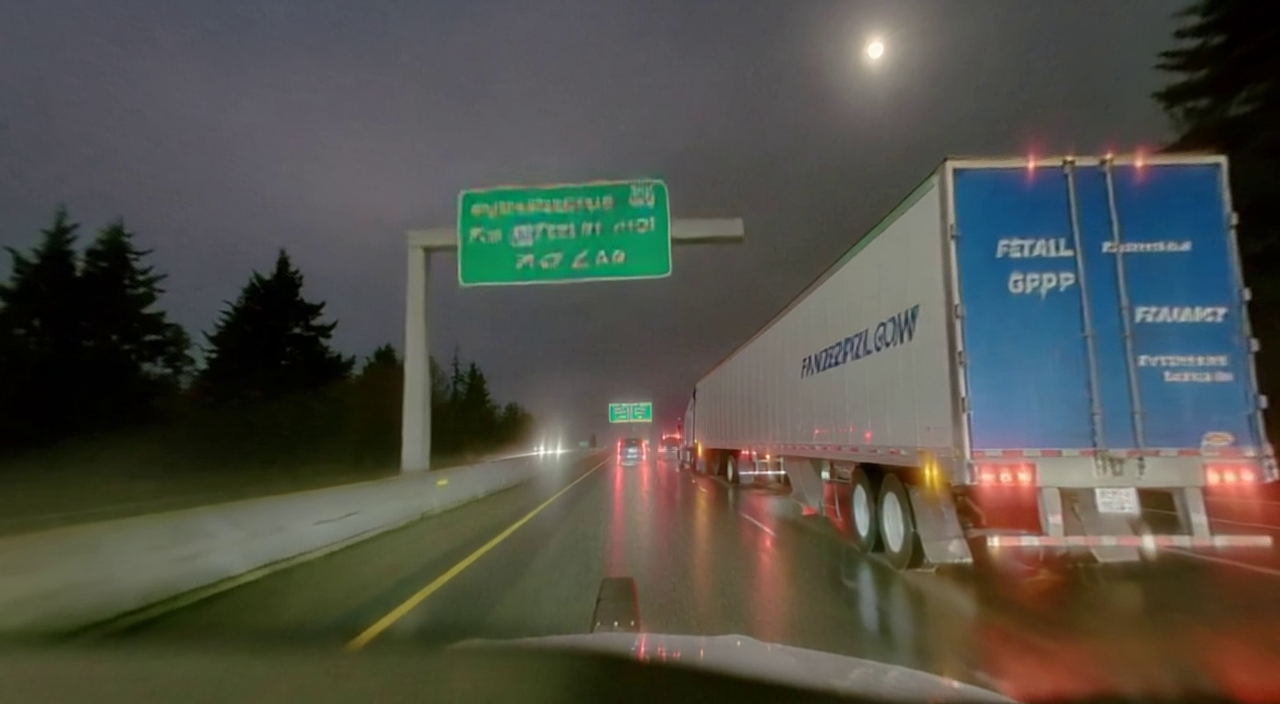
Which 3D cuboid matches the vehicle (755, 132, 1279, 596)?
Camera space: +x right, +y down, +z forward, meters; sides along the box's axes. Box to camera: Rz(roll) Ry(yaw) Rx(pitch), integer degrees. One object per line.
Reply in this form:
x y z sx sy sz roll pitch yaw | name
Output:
4.250 0.627 10.025 2.853 4.086 9.078 0 -8 -1 | vehicle

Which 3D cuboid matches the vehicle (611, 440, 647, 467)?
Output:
-0.652 5.853 36.462 1.943 1.491 3.459 0 -8 -1 | vehicle
